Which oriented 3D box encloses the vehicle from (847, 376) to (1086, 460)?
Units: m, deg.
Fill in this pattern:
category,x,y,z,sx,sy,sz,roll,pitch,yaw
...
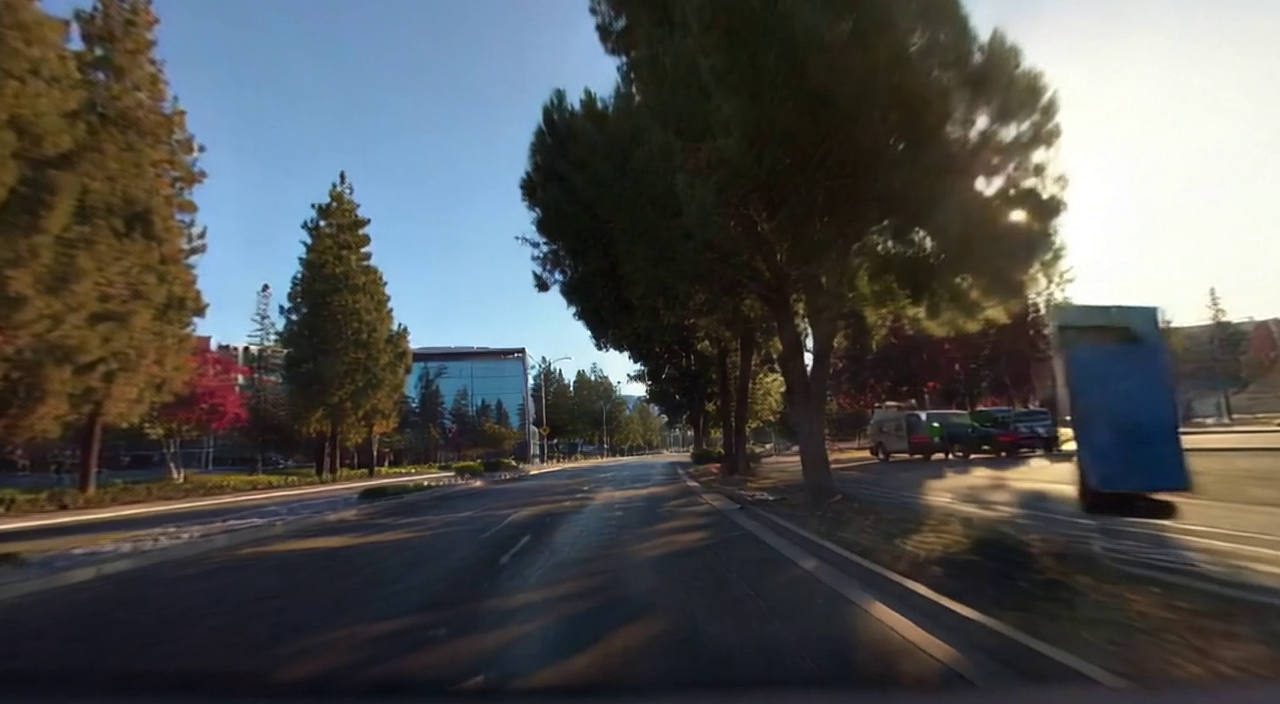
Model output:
category,x,y,z,sx,sy,sz,roll,pitch,yaw
vehicle,18.901,4.755,40.333,3.411,3.967,20.452,0,-9,-3
